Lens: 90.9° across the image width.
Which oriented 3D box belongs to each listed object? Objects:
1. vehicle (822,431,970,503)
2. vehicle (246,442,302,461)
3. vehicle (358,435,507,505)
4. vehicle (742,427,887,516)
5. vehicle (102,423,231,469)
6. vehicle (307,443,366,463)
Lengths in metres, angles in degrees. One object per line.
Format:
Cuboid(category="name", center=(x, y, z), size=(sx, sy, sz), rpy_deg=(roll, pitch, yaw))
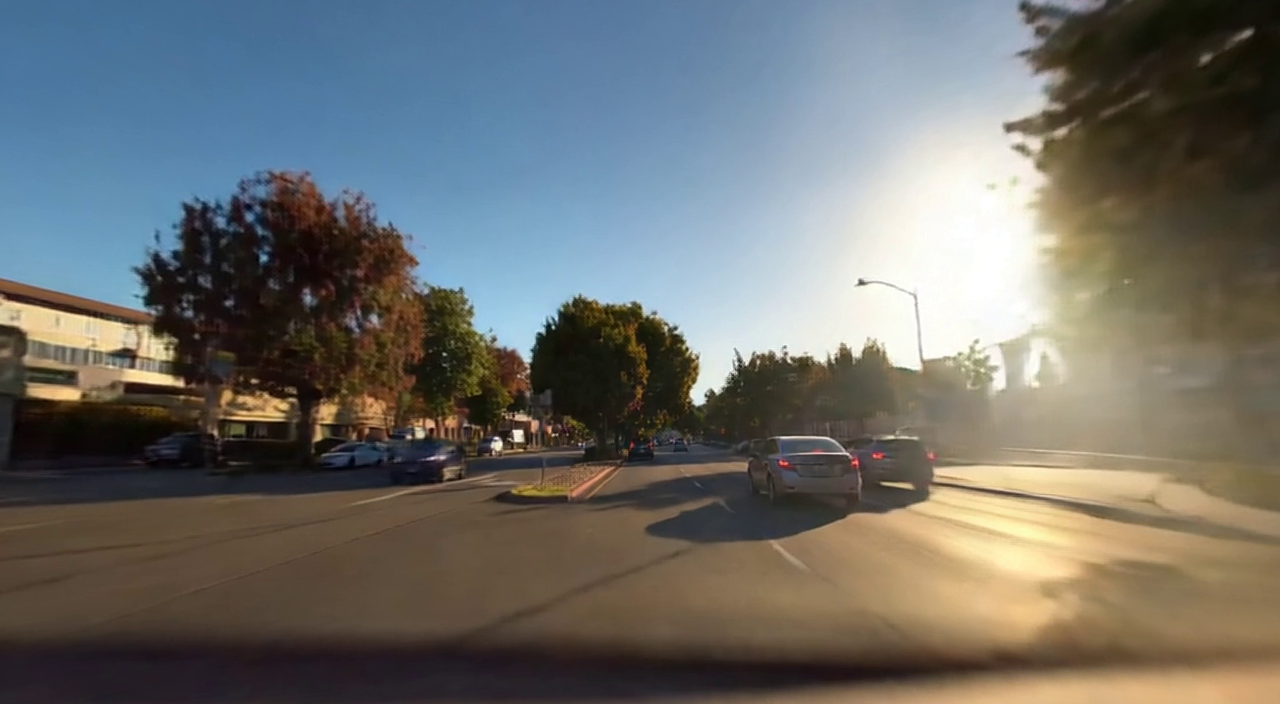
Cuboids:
Cuboid(category="vehicle", center=(6.999, 3.198, 17.960), size=(2.134, 1.738, 4.833), rpy_deg=(0, -9, -1))
Cuboid(category="vehicle", center=(-27.029, 7.355, 46.757), size=(1.795, 1.360, 3.780), rpy_deg=(0, -9, 2))
Cuboid(category="vehicle", center=(-4.741, 2.764, 15.270), size=(2.084, 1.415, 4.580), rpy_deg=(0, -9, 0))
Cuboid(category="vehicle", center=(3.662, 2.582, 14.052), size=(2.072, 1.669, 3.836), rpy_deg=(0, -9, -1))
Cuboid(category="vehicle", center=(-25.008, 4.964, 33.727), size=(2.200, 2.170, 6.131), rpy_deg=(0, -7, 0))
Cuboid(category="vehicle", center=(-22.973, 7.634, 47.940), size=(1.824, 1.420, 4.984), rpy_deg=(0, -9, 2))
